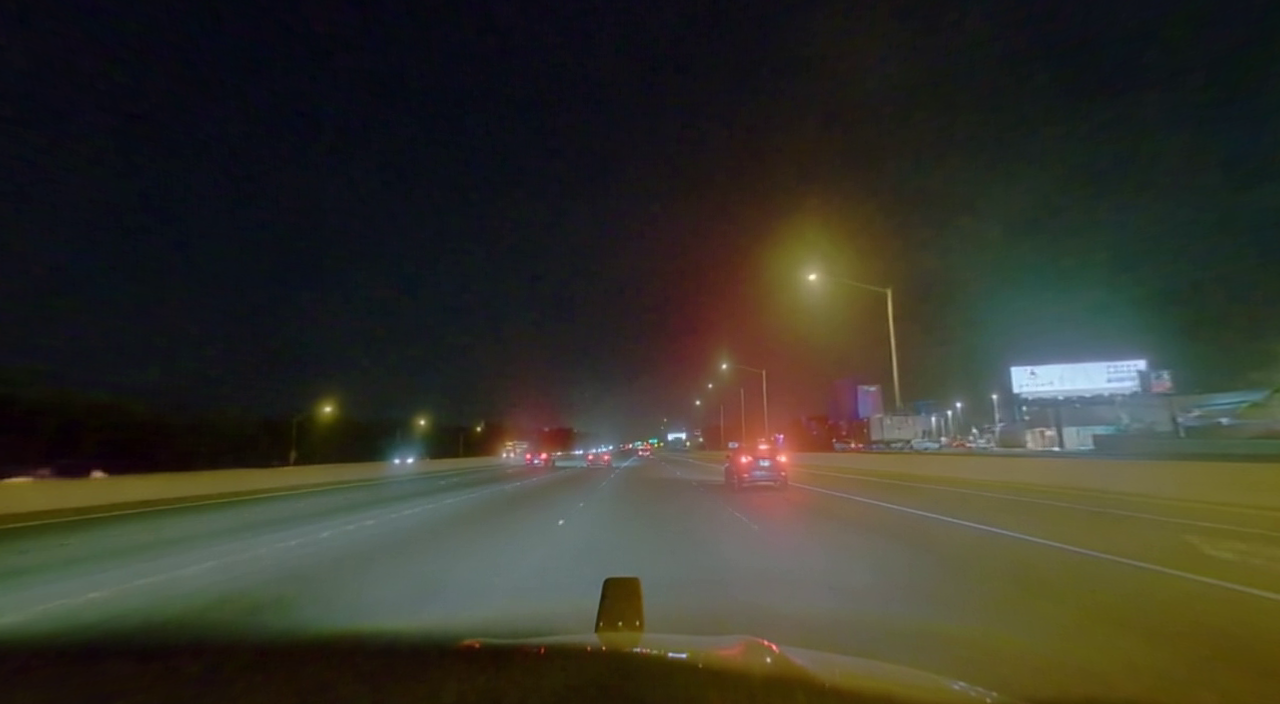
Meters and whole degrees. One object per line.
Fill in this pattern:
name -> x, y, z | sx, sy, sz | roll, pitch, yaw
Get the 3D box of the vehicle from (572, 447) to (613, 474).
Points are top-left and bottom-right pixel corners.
vehicle -> -2.801, 6.528, 38.006 | 2.139, 1.510, 4.506 | 0, -9, 0

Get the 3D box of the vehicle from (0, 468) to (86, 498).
vehicle -> -33.671, 7.266, 35.155 | 1.813, 1.475, 3.941 | 0, -9, 1

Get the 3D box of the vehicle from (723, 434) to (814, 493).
vehicle -> 4.269, 3.783, 21.706 | 2.109, 1.764, 4.704 | 0, -9, 0

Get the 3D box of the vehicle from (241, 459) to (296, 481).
vehicle -> -27.777, 8.840, 47.199 | 1.722, 1.495, 3.786 | 0, -9, 0

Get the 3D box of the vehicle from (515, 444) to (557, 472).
vehicle -> -7.323, 7.512, 44.881 | 2.112, 1.813, 4.716 | 0, -9, 1
